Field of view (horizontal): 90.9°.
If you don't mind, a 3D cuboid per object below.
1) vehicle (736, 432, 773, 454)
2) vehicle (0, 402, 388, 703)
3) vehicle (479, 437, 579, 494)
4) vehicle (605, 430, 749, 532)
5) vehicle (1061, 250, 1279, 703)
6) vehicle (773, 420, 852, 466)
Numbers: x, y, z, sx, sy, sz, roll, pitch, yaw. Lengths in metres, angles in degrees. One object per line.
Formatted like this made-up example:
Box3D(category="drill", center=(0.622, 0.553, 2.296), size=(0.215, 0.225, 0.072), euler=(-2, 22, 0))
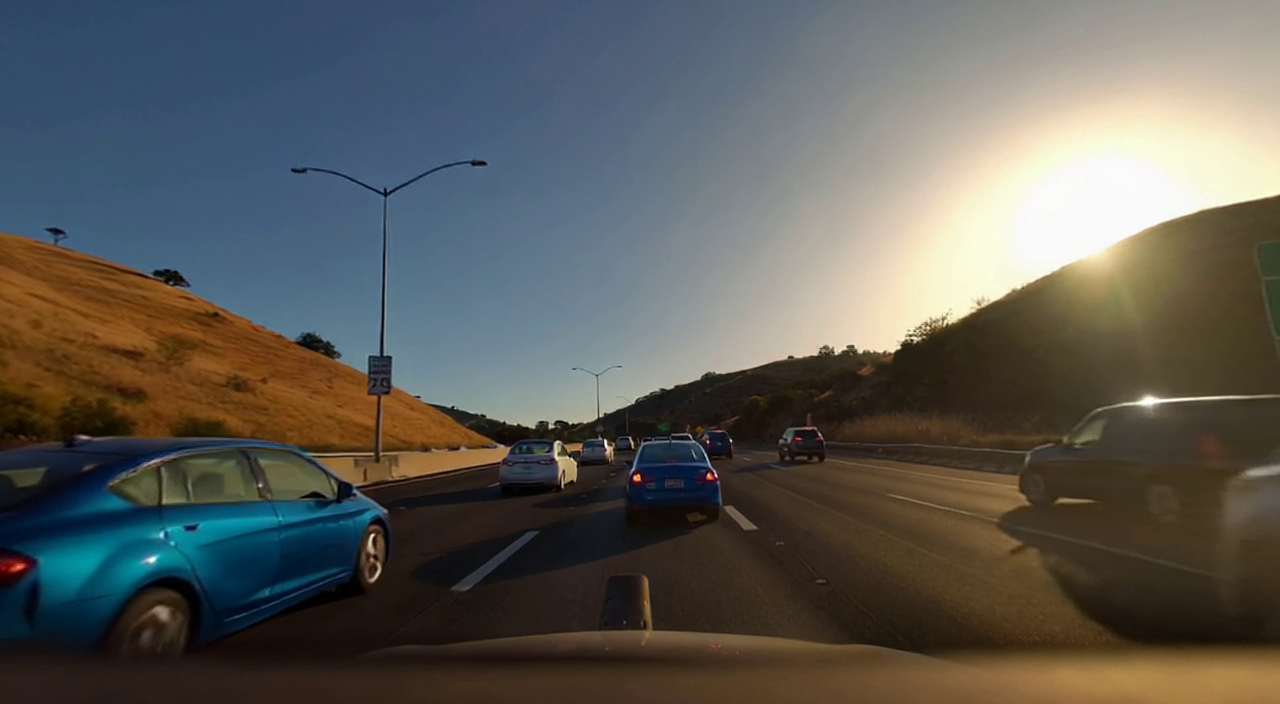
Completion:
Box3D(category="vehicle", center=(8.896, 7.098, 49.371), size=(2.032, 1.580, 4.928), euler=(-1, -8, 1))
Box3D(category="vehicle", center=(-3.444, 1.157, 3.777), size=(2.033, 1.513, 4.333), euler=(-1, -8, 1))
Box3D(category="vehicle", center=(-3.095, 3.269, 18.614), size=(2.017, 1.446, 4.384), euler=(-1, -8, 2))
Box3D(category="vehicle", center=(0.582, 2.142, 11.109), size=(2.072, 1.431, 3.904), euler=(-1, -8, 2))
Box3D(category="vehicle", center=(3.520, 0.389, 1.354), size=(2.086, 1.884, 4.547), euler=(-1, -8, 1))
Box3D(category="vehicle", center=(7.501, 4.036, 28.005), size=(2.210, 1.831, 4.843), euler=(-1, -8, 1))
